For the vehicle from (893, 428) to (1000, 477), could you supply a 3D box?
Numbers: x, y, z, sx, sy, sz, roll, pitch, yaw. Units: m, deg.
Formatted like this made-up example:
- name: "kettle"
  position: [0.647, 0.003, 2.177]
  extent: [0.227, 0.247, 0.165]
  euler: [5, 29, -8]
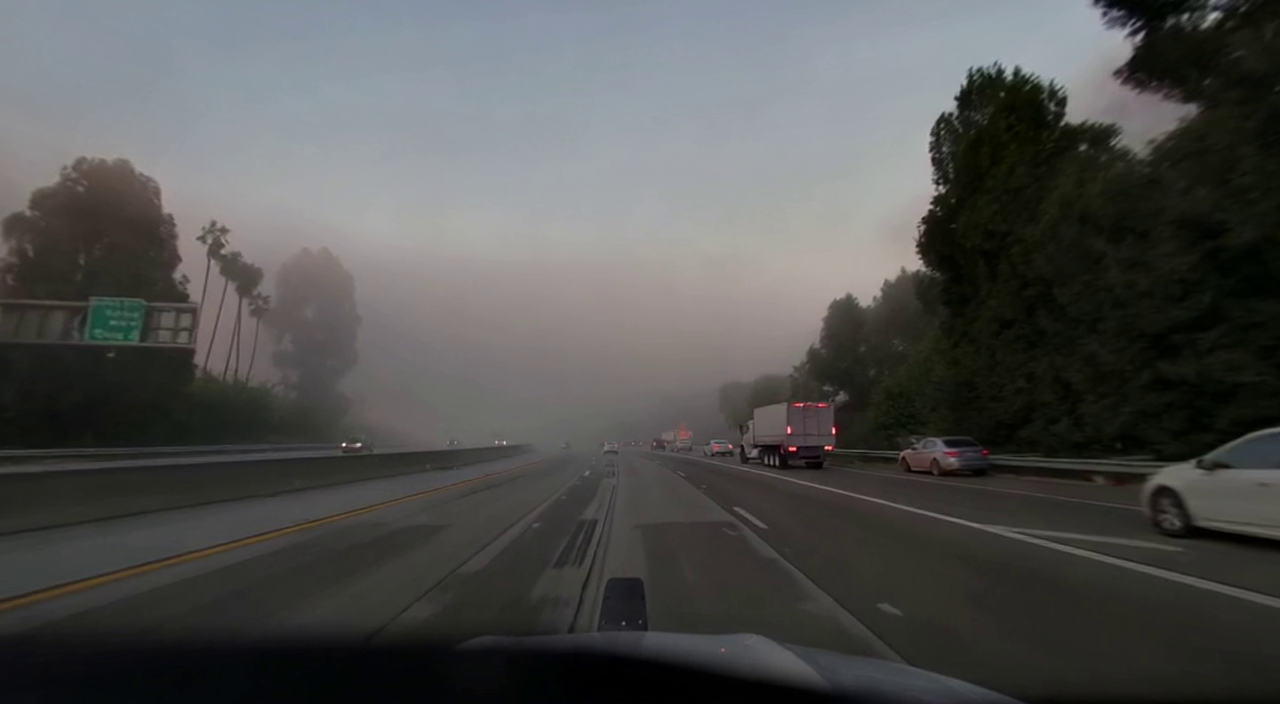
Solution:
- name: "vehicle"
  position: [12.631, 4.169, 26.374]
  extent: [2.032, 1.827, 4.501]
  euler: [0, -8, -3]

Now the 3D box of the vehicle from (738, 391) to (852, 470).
- name: "vehicle"
  position: [7.657, 4.180, 32.954]
  extent: [2.919, 3.482, 9.838]
  euler: [0, -8, -3]

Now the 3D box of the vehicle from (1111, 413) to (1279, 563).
- name: "vehicle"
  position: [8.646, 1.558, 7.177]
  extent: [2.148, 1.764, 5.601]
  euler: [0, -8, -1]
